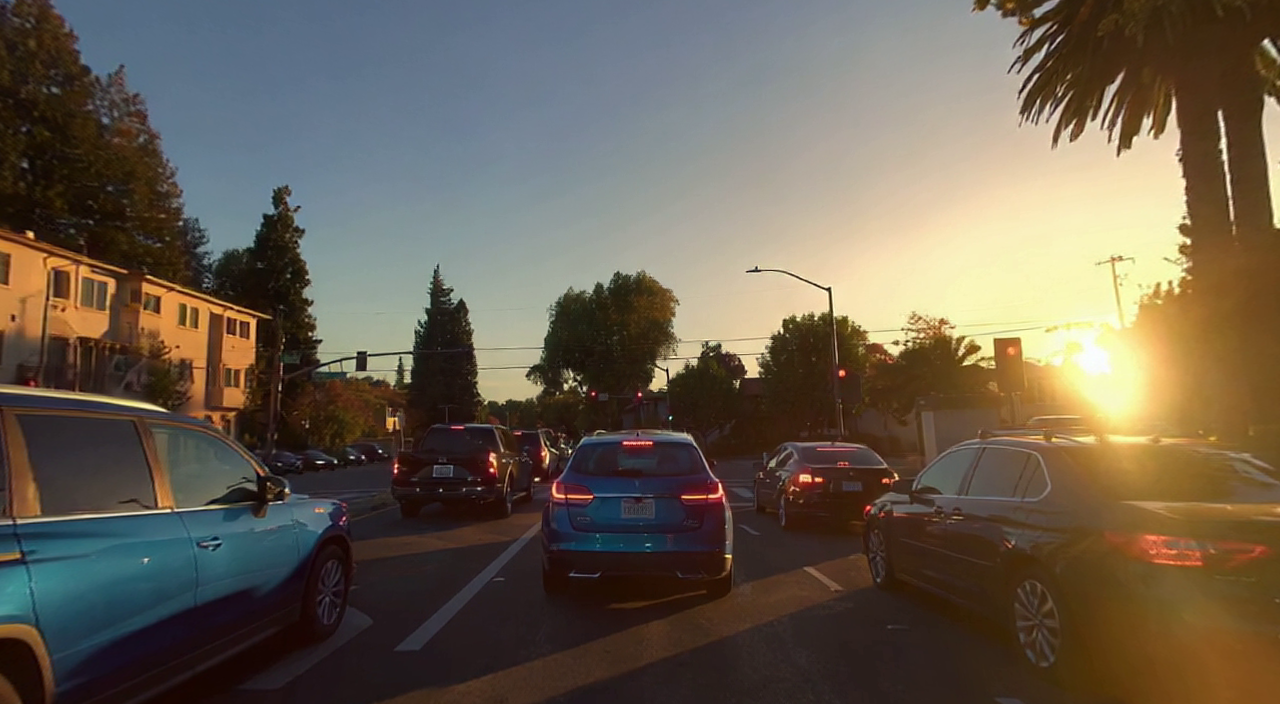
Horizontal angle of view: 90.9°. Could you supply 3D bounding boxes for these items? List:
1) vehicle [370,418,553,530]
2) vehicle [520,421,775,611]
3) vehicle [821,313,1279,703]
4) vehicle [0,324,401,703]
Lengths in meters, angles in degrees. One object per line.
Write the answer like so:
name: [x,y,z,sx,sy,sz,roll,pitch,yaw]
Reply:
vehicle: [-3.179,2.300,12.454,2.117,1.772,4.619,0,-8,2]
vehicle: [0.022,1.598,7.046,2.021,1.490,3.948,0,-8,-1]
vehicle: [3.215,1.101,4.735,2.141,1.833,4.704,0,-8,-2]
vehicle: [-3.123,0.954,3.310,1.982,1.721,4.261,0,-8,1]
